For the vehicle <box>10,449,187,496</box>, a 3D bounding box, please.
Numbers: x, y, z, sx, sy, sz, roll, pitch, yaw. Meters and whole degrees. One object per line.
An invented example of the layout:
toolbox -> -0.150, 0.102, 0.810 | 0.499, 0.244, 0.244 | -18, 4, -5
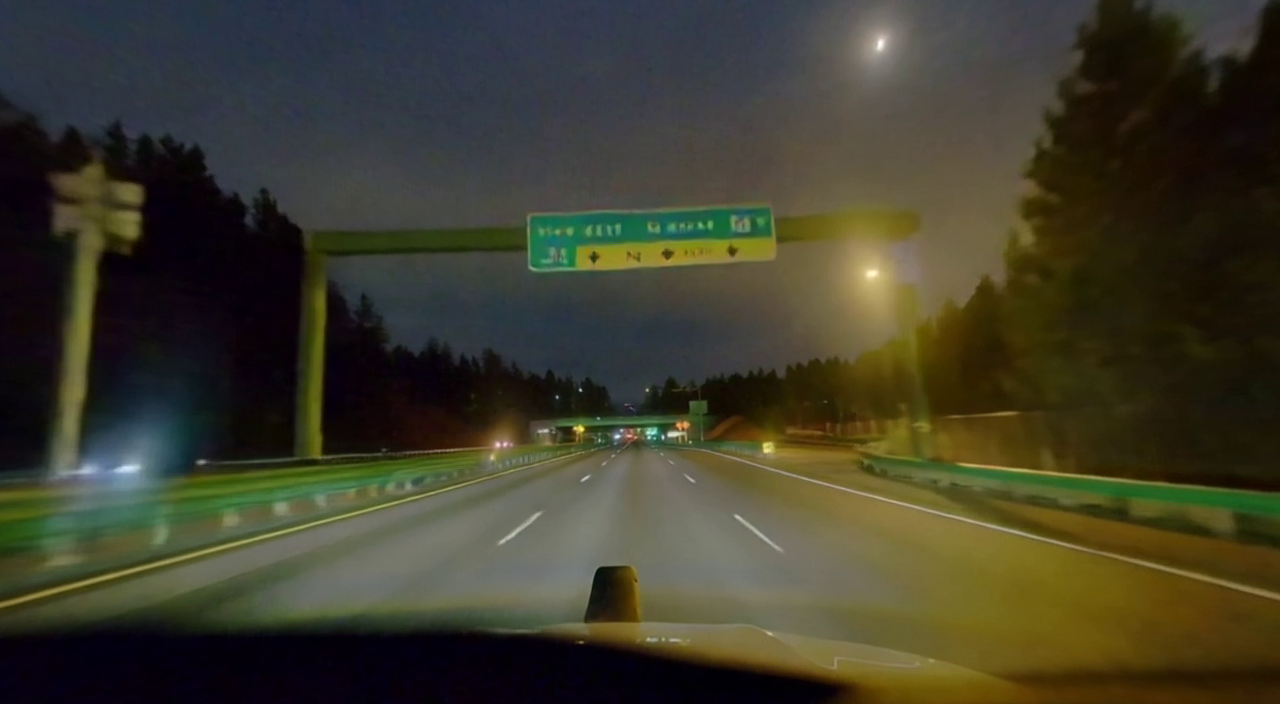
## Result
vehicle -> -19.139, 4.234, 22.661 | 2.167, 1.427, 4.906 | 0, -8, -3
